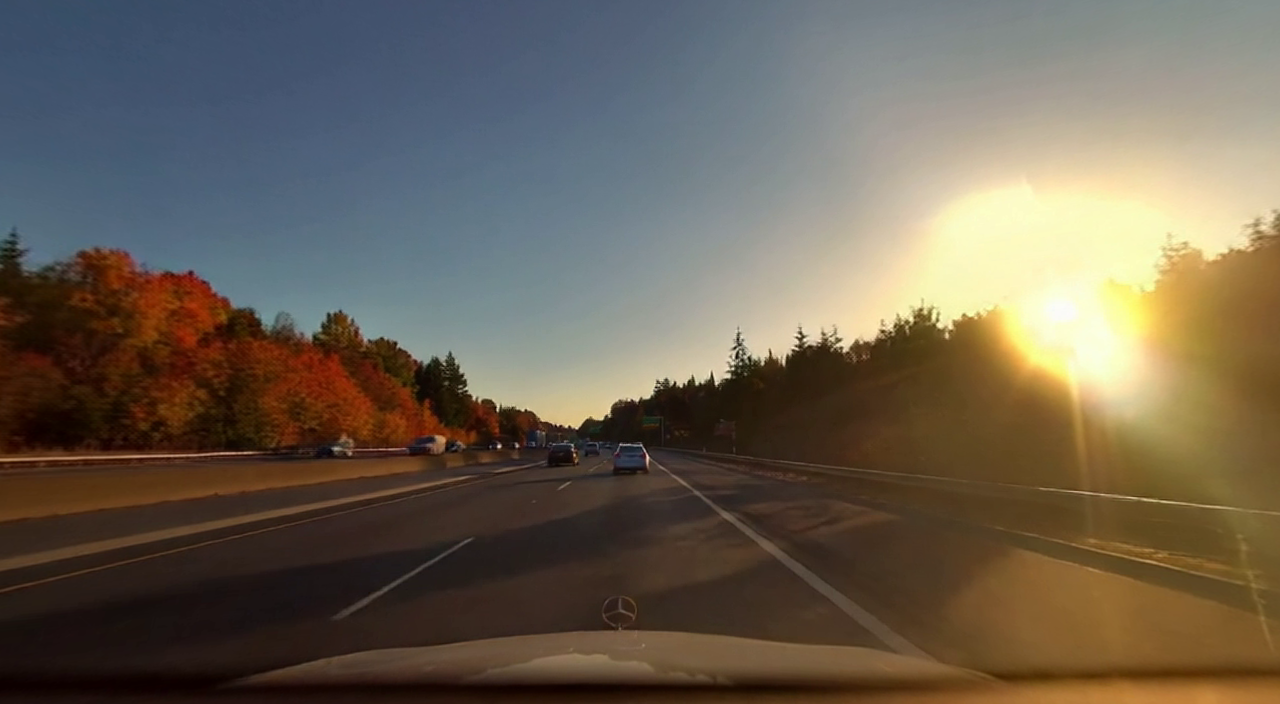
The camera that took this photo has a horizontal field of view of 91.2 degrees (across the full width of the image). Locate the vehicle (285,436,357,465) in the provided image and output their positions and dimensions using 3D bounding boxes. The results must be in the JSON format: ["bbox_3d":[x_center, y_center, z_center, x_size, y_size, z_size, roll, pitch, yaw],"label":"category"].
[{"bbox_3d":[-18.502,5.736,36.565,1.873,1.586,4.367,-1,-9,0],"label":"vehicle"}]

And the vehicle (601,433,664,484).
[{"bbox_3d":[-0.276,3.863,22.992,2.115,1.661,4.049,0,-9,0],"label":"vehicle"}]

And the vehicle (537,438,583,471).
[{"bbox_3d":[-4.460,5.818,35.610,1.974,1.688,4.727,-1,-9,0],"label":"vehicle"}]

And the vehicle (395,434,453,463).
[{"bbox_3d":[-13.292,6.003,38.850,1.995,1.636,4.605,-1,-9,0],"label":"vehicle"}]
